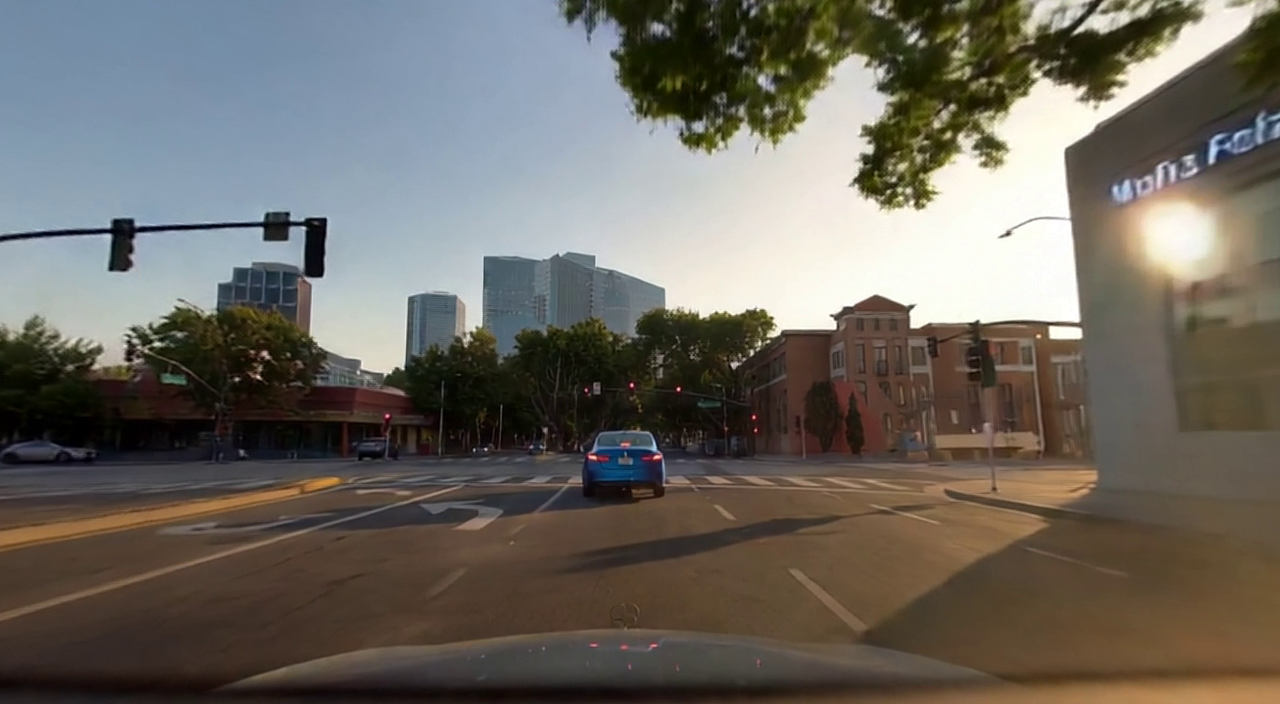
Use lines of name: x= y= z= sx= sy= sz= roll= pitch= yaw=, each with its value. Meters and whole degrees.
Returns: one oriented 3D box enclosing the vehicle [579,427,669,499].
vehicle: x=-0.406 y=2.856 z=16.568 sx=2.066 sy=1.618 sz=3.922 roll=0 pitch=-9 yaw=-1
